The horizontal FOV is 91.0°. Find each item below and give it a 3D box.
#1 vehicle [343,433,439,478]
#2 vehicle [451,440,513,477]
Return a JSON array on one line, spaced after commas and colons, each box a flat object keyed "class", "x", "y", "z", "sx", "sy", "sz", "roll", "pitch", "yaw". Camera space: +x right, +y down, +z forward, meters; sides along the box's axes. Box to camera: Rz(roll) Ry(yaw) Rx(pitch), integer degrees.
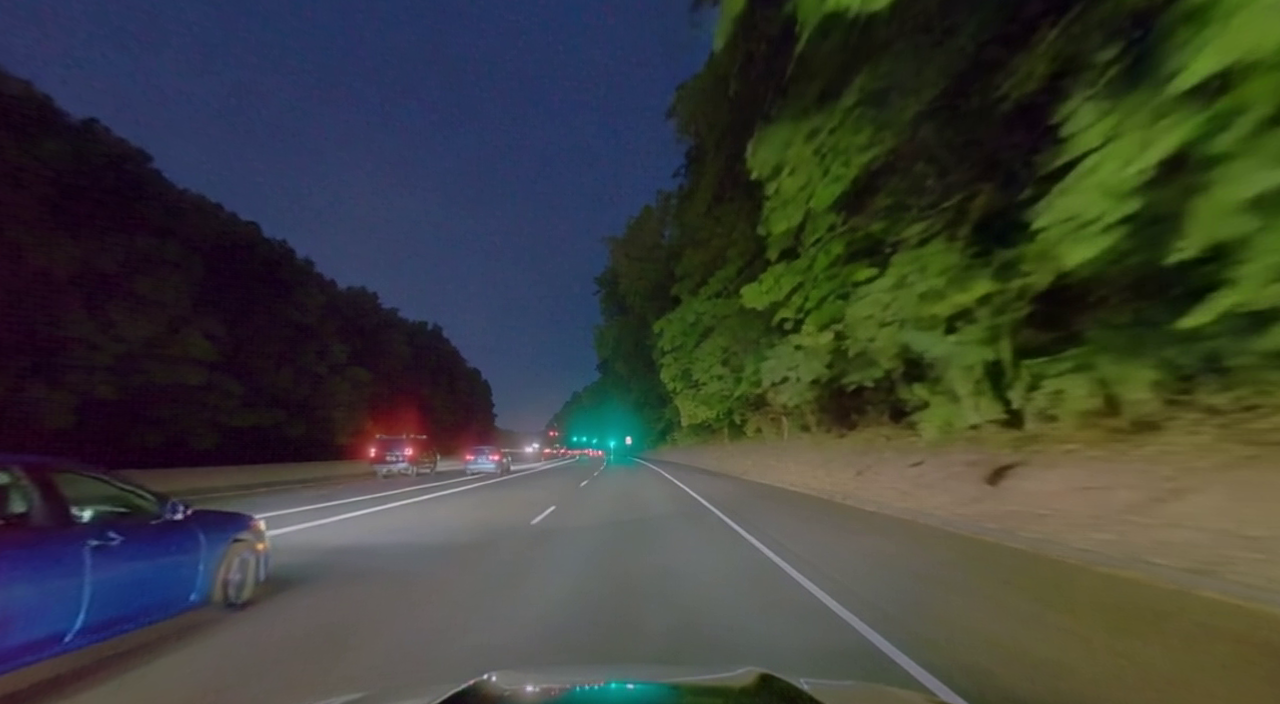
[{"class": "vehicle", "x": -11.787, "y": 4.970, "z": 30.371, "sx": 2.425, "sy": 1.926, "sz": 5.584, "roll": 0, "pitch": -9, "yaw": -1}, {"class": "vehicle", "x": -7.750, "y": 5.265, "z": 31.324, "sx": 2.060, "sy": 1.680, "sz": 4.255, "roll": 0, "pitch": -9, "yaw": -1}]
